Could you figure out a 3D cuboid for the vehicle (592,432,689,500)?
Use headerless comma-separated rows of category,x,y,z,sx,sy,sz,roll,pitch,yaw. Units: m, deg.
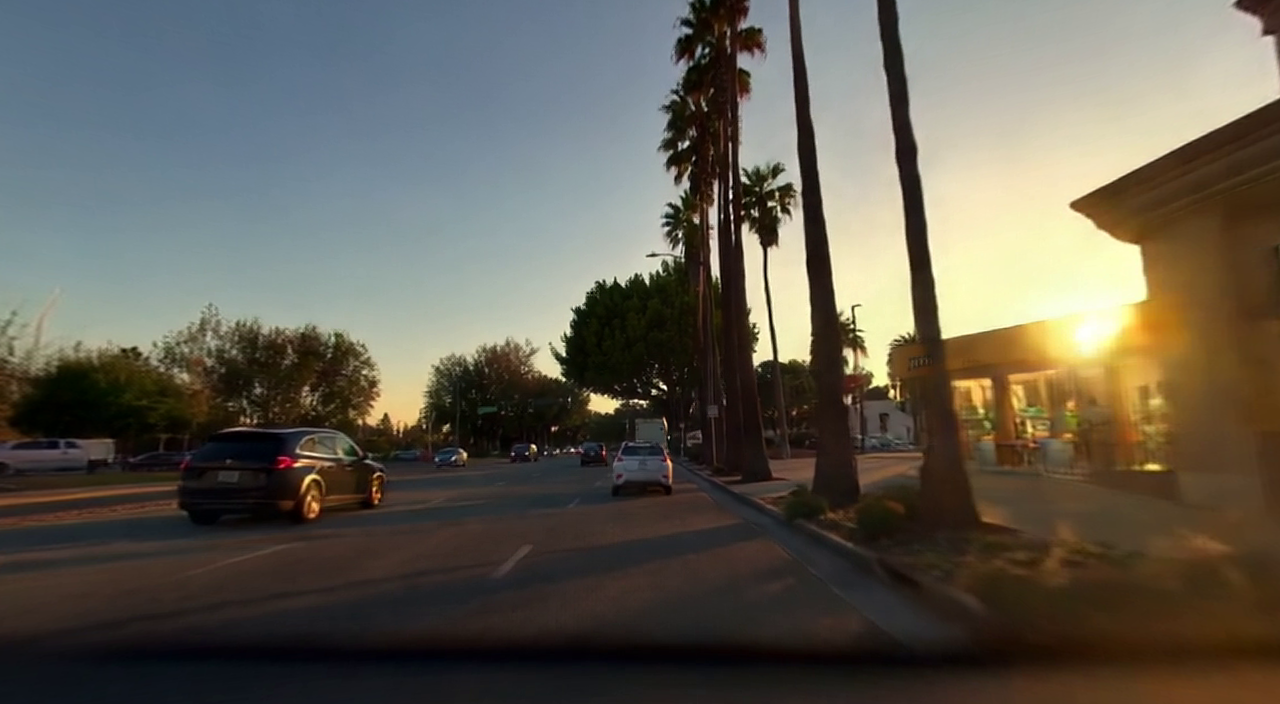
vehicle,0.043,2.862,16.124,2.145,1.483,4.453,0,-9,1

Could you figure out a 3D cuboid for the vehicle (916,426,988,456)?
vehicle,16.911,4.890,34.286,1.902,1.502,4.395,0,-9,3

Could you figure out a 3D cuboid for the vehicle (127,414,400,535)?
vehicle,-6.196,2.072,11.165,2.057,1.705,4.394,0,-9,1

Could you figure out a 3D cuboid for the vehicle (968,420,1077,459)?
vehicle,17.074,3.976,28.336,2.009,1.630,4.436,0,-9,-2
